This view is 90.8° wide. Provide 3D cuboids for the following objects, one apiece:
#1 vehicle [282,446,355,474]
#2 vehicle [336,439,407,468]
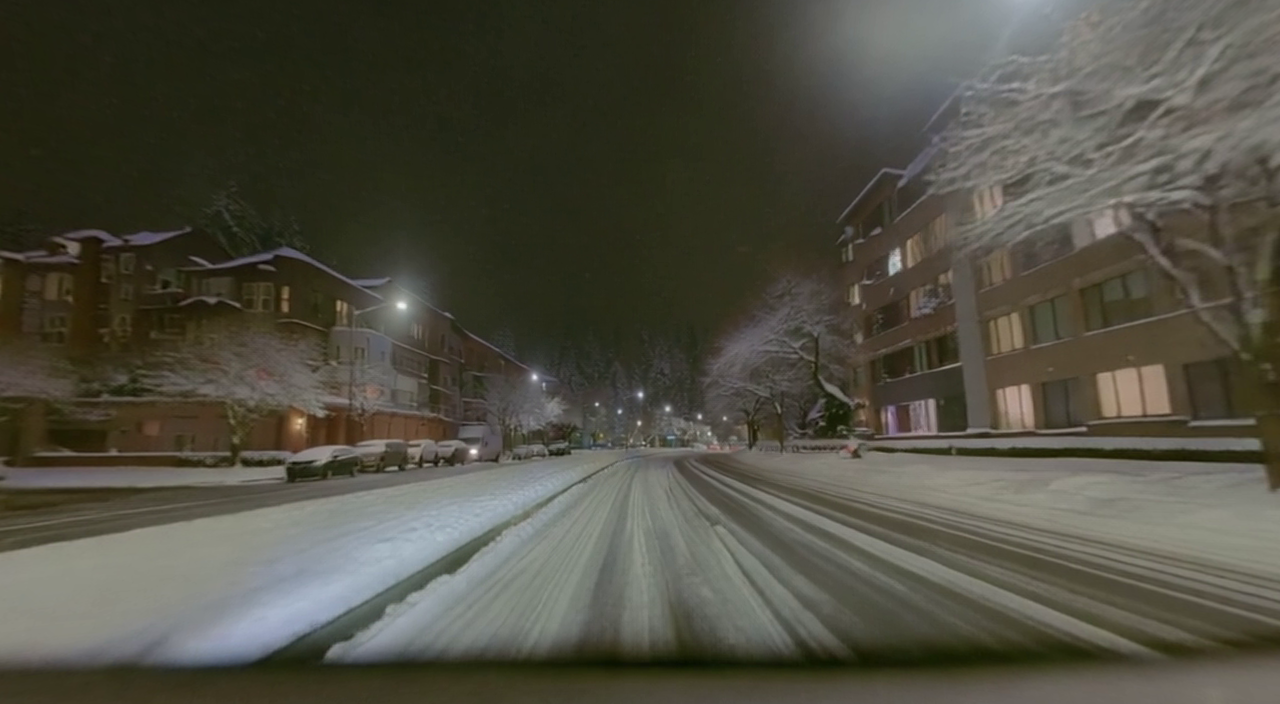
[{"bbox_3d":[-18.833,6.315,37.223,1.880,1.457,4.487,-3,-8,2],"label":"vehicle"},{"bbox_3d":[-18.434,7.006,43.650,2.295,1.809,5.236,-2,-9,4],"label":"vehicle"}]
